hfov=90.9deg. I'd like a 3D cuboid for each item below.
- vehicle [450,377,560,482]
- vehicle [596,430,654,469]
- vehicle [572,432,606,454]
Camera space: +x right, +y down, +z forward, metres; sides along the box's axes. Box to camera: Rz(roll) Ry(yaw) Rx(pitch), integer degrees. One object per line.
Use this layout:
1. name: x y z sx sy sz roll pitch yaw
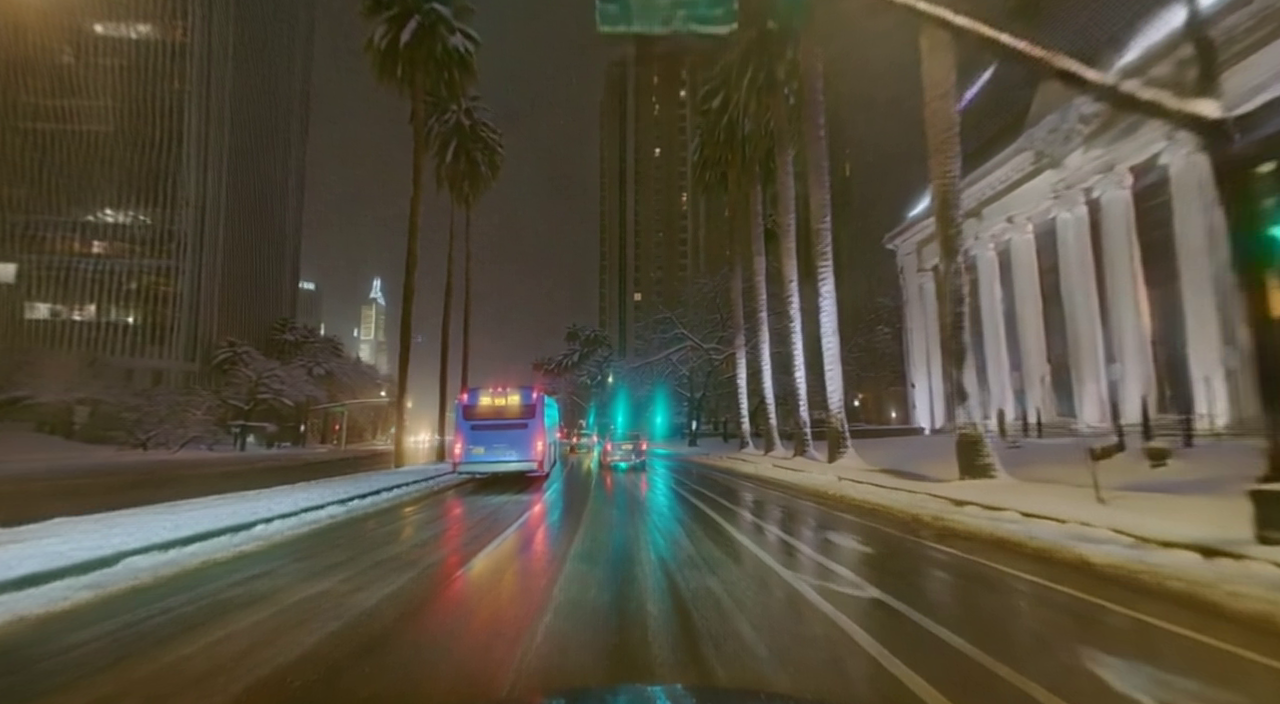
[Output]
1. vehicle: -4.449 2.820 22.652 2.678 3.042 8.474 0 -8 -4
2. vehicle: -0.711 4.085 26.528 2.107 1.481 4.097 1 -8 -6
3. vehicle: -3.612 6.434 44.392 1.993 1.452 3.873 1 -8 -10
